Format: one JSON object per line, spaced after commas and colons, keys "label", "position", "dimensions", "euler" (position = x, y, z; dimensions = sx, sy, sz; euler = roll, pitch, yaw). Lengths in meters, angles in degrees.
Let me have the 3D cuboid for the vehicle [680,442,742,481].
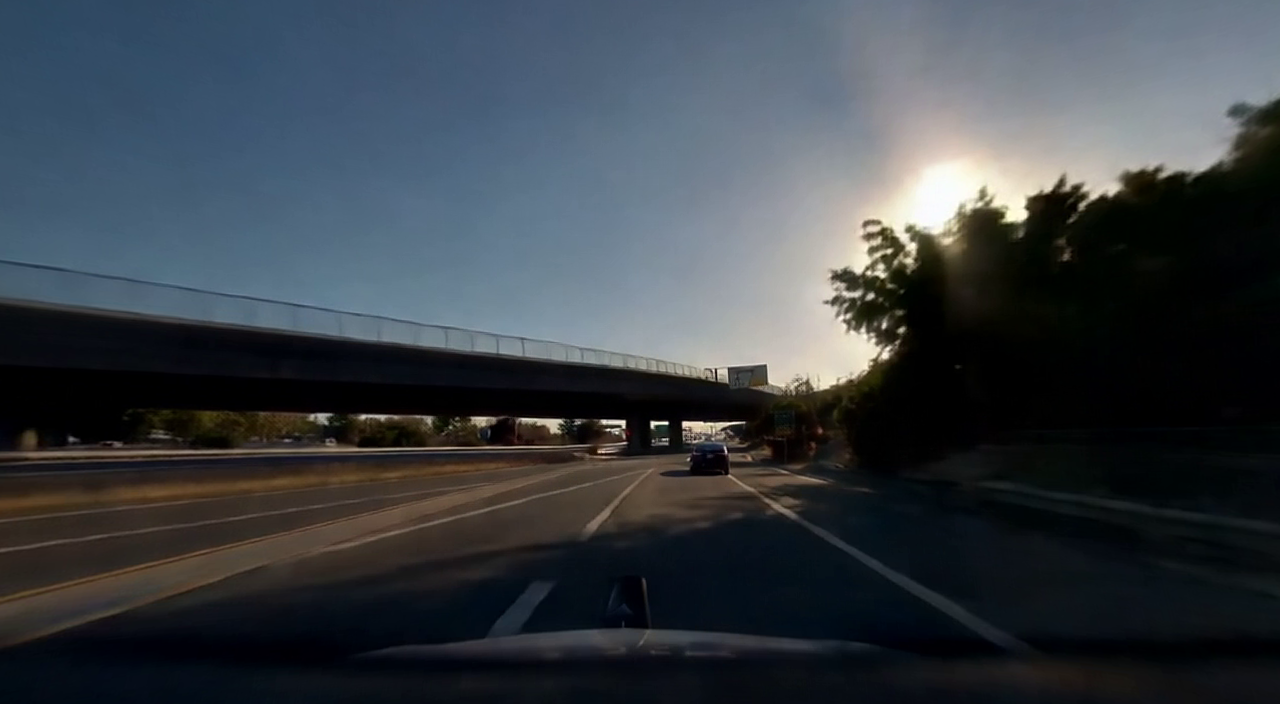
{"label": "vehicle", "position": [2.703, 4.291, 24.988], "dimensions": [2.124, 1.405, 4.398], "euler": [0, -8, 2]}
